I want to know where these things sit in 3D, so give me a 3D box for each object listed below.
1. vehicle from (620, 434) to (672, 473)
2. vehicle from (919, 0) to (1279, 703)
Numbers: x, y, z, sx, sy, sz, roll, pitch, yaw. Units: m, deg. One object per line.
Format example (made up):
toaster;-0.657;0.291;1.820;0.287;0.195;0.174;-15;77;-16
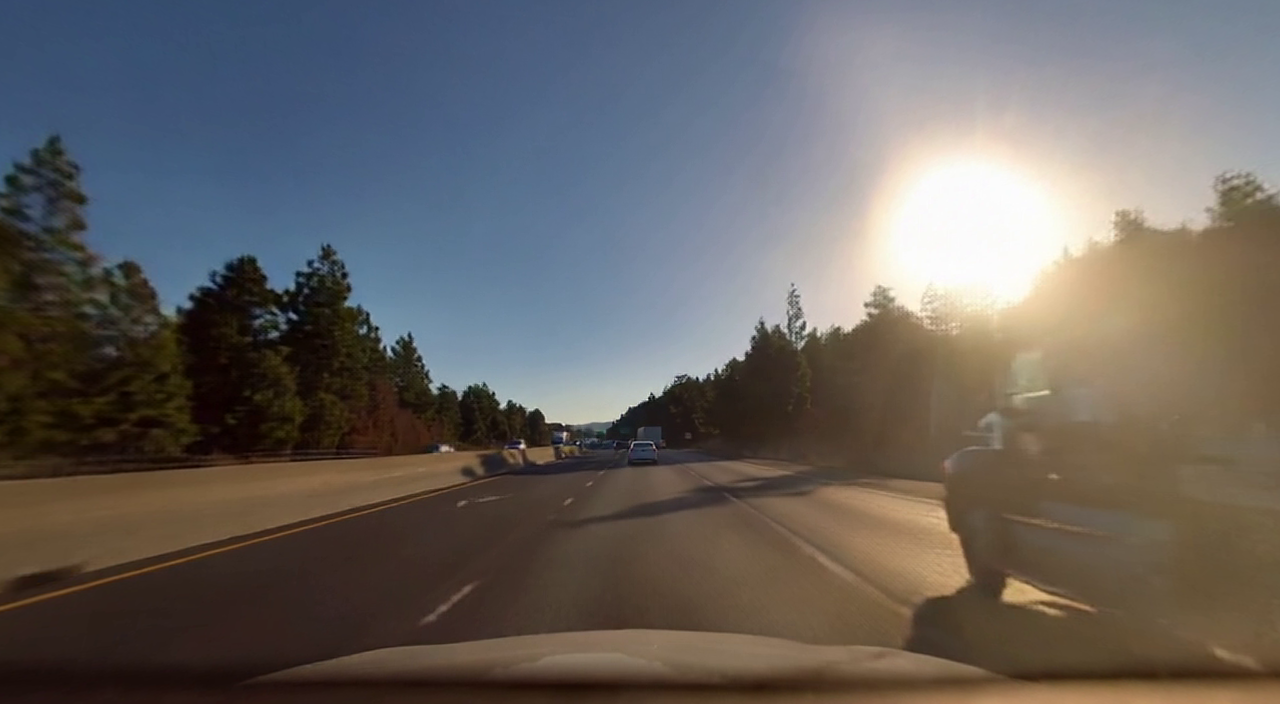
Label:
vehicle;0.323;4.522;28.197;2.139;1.607;4.034;0;-8;2
vehicle;3.804;-0.458;1.629;3.090;4.102;6.417;0;-8;0
